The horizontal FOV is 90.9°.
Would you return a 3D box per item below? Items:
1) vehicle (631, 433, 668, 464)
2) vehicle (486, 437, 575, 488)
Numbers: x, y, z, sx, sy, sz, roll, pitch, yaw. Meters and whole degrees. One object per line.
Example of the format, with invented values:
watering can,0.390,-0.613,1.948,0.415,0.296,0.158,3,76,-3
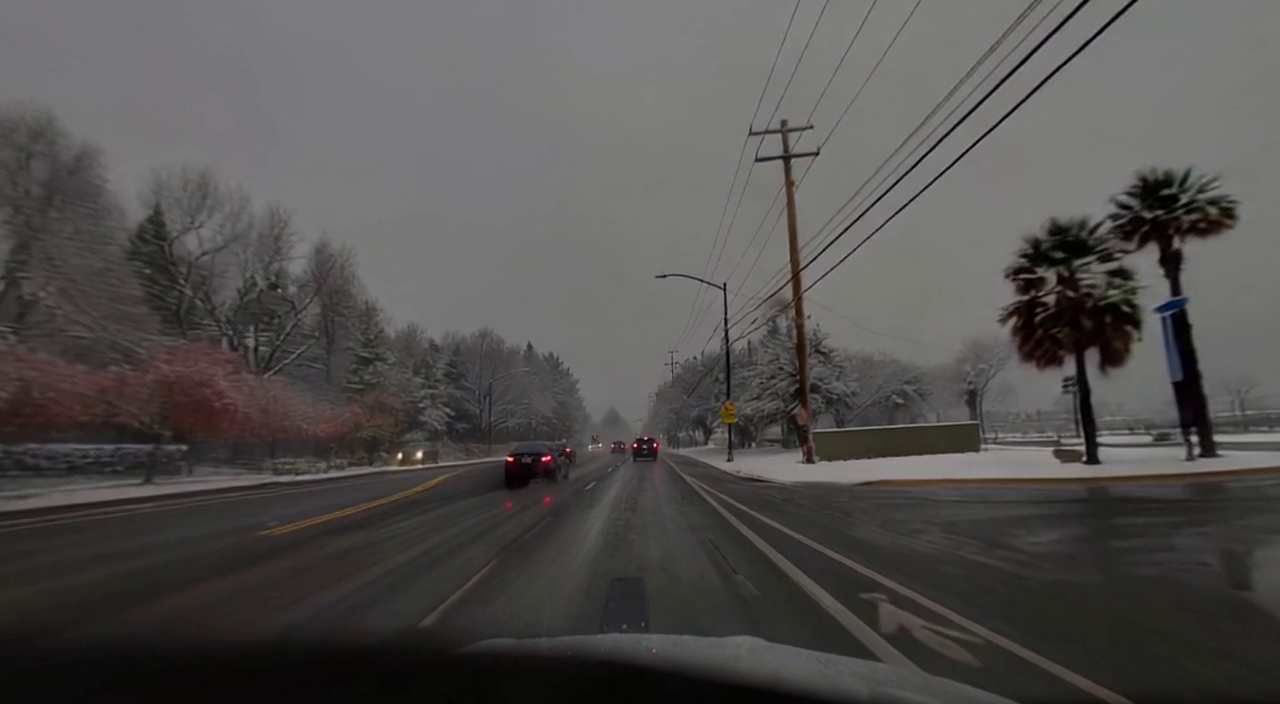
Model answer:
vehicle,0.579,5.875,38.491,2.155,1.781,3.977,0,-9,0
vehicle,-3.375,3.502,20.283,1.982,1.451,4.152,0,-9,2
